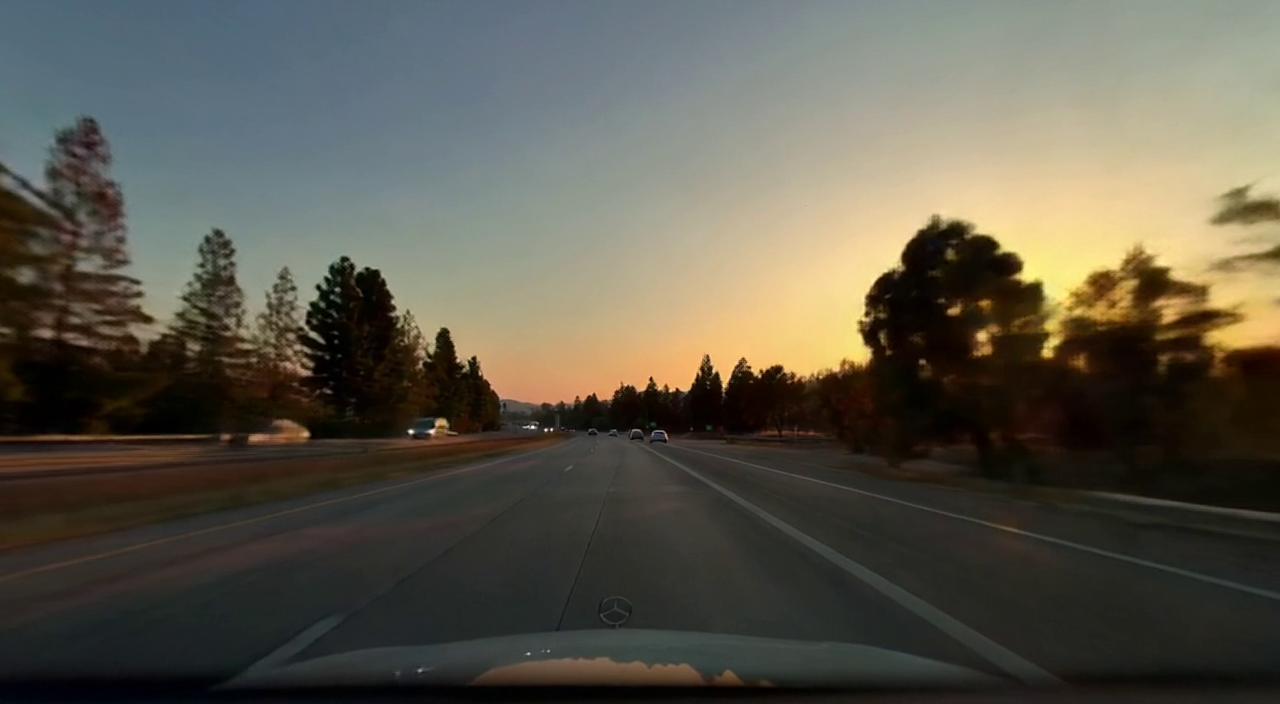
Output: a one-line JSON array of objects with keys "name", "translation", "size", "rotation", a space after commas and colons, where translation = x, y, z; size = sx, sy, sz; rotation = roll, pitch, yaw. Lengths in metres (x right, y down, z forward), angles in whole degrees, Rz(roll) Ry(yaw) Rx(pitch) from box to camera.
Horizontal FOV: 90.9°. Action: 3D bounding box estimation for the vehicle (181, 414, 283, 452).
[{"name": "vehicle", "translation": [-16.808, 3.367, 26.204], "size": [1.730, 1.441, 3.830], "rotation": [0, -8, -2]}]
